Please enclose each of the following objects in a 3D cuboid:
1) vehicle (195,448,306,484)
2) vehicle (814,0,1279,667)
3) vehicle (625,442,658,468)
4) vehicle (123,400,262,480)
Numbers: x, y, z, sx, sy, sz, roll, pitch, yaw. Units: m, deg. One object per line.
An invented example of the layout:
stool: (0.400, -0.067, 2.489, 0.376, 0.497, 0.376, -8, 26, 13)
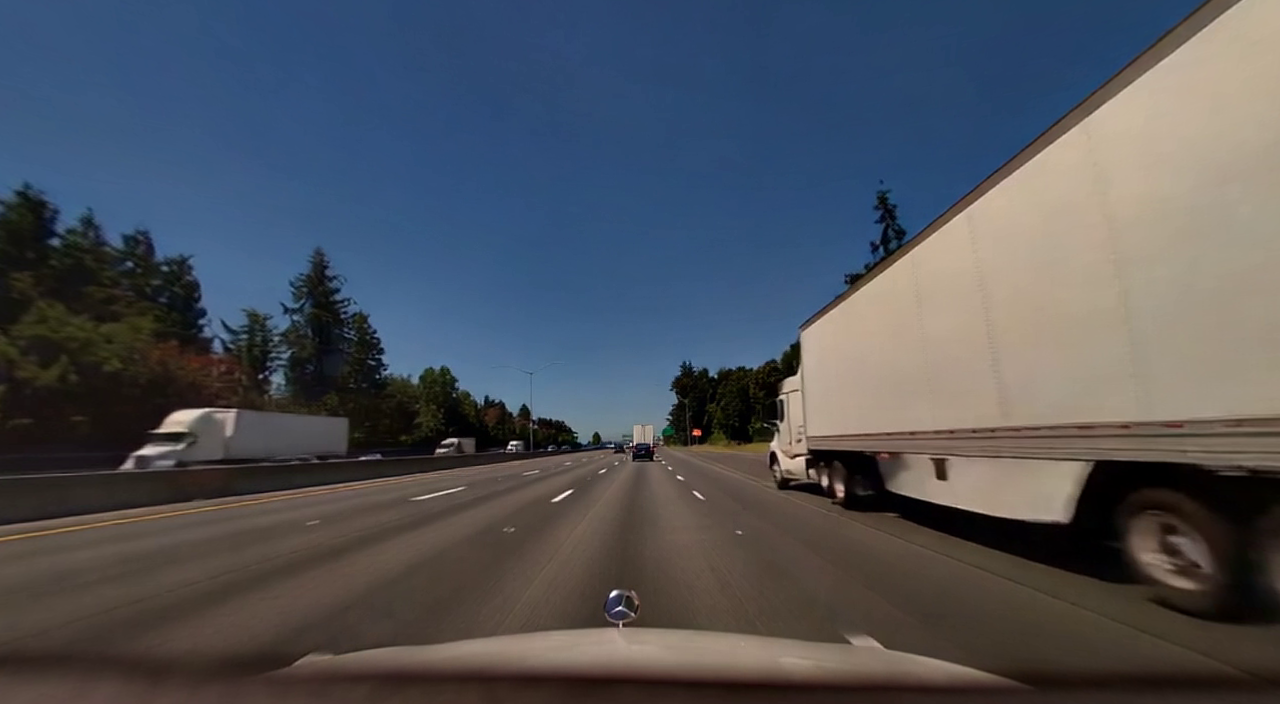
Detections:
vehicle: (-17.205, 5.034, 28.214, 1.932, 1.468, 4.590, 0, -9, 2)
vehicle: (5.210, 0.148, 6.136, 2.893, 4.114, 14.332, 0, -9, 0)
vehicle: (0.072, 6.463, 39.639, 1.972, 1.492, 3.697, 0, -9, 0)
vehicle: (-24.148, 4.868, 34.543, 3.013, 3.958, 5.954, 0, -9, 1)
